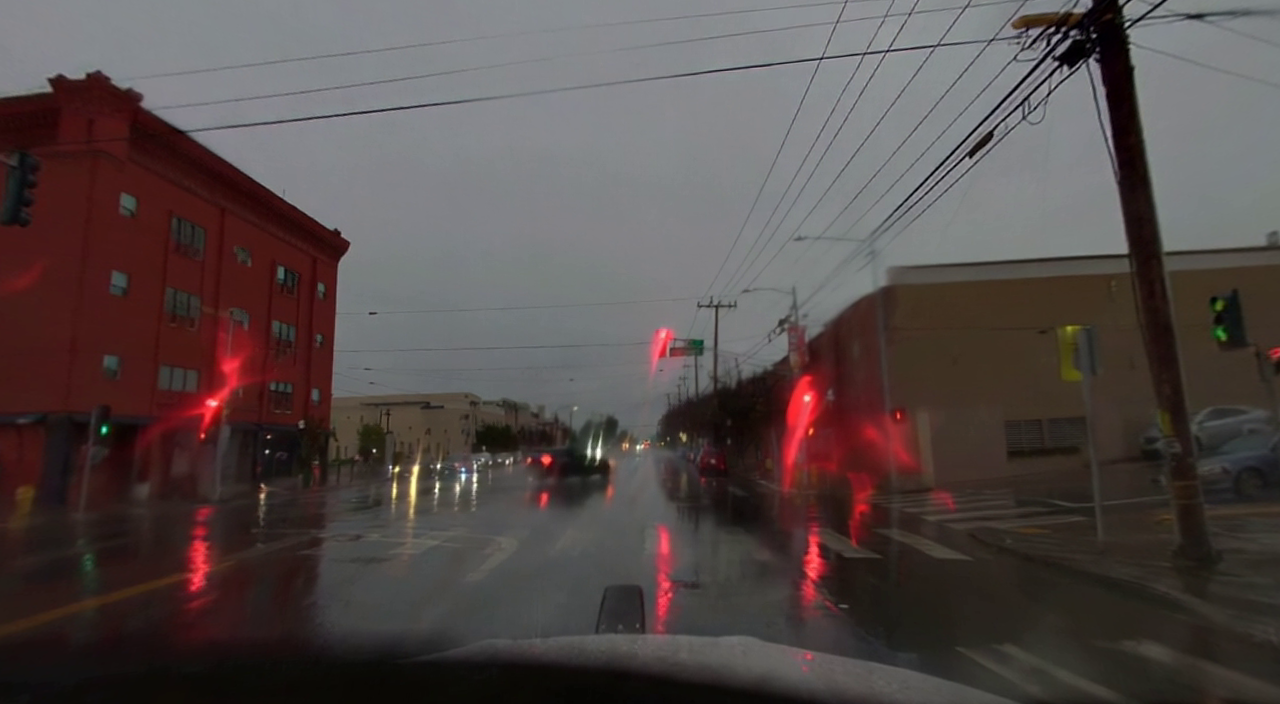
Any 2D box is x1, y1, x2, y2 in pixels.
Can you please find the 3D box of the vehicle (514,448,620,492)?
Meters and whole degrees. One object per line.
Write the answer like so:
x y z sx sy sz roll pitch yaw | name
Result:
-2.973 4.897 26.647 2.120 1.650 4.525 -5 -10 31 | vehicle

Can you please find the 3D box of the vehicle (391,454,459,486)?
-12.028 6.603 35.578 1.943 1.574 4.727 0 -9 3 | vehicle

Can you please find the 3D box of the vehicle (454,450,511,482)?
-8.720 6.331 35.270 2.020 1.672 3.842 0 -9 3 | vehicle

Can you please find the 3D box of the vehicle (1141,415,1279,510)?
12.663 2.200 12.768 3.234 1.746 1.941 -1 -9 1 | vehicle
